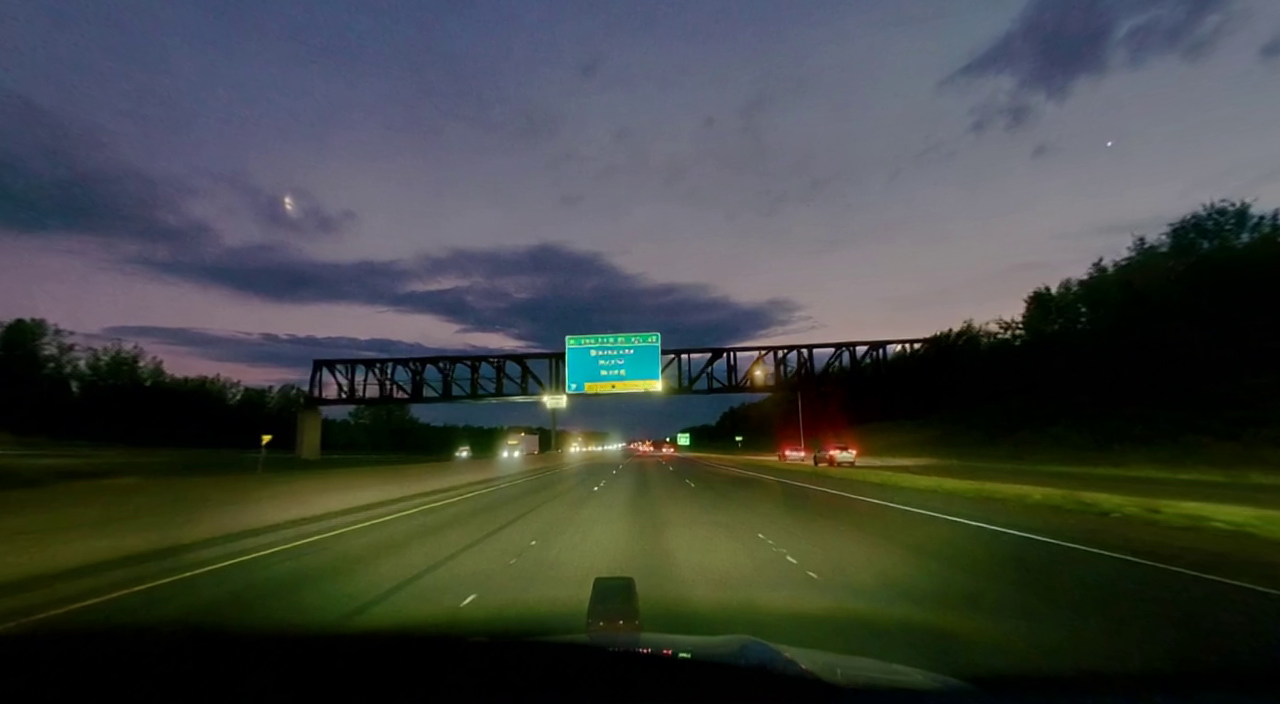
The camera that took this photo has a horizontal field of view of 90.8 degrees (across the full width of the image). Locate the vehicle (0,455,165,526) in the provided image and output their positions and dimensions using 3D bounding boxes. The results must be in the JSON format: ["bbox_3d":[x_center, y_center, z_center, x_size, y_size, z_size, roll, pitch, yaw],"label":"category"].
[{"bbox_3d":[-14.952,3.429,16.182,1.836,1.495,4.668,0,-9,0],"label":"vehicle"}]
